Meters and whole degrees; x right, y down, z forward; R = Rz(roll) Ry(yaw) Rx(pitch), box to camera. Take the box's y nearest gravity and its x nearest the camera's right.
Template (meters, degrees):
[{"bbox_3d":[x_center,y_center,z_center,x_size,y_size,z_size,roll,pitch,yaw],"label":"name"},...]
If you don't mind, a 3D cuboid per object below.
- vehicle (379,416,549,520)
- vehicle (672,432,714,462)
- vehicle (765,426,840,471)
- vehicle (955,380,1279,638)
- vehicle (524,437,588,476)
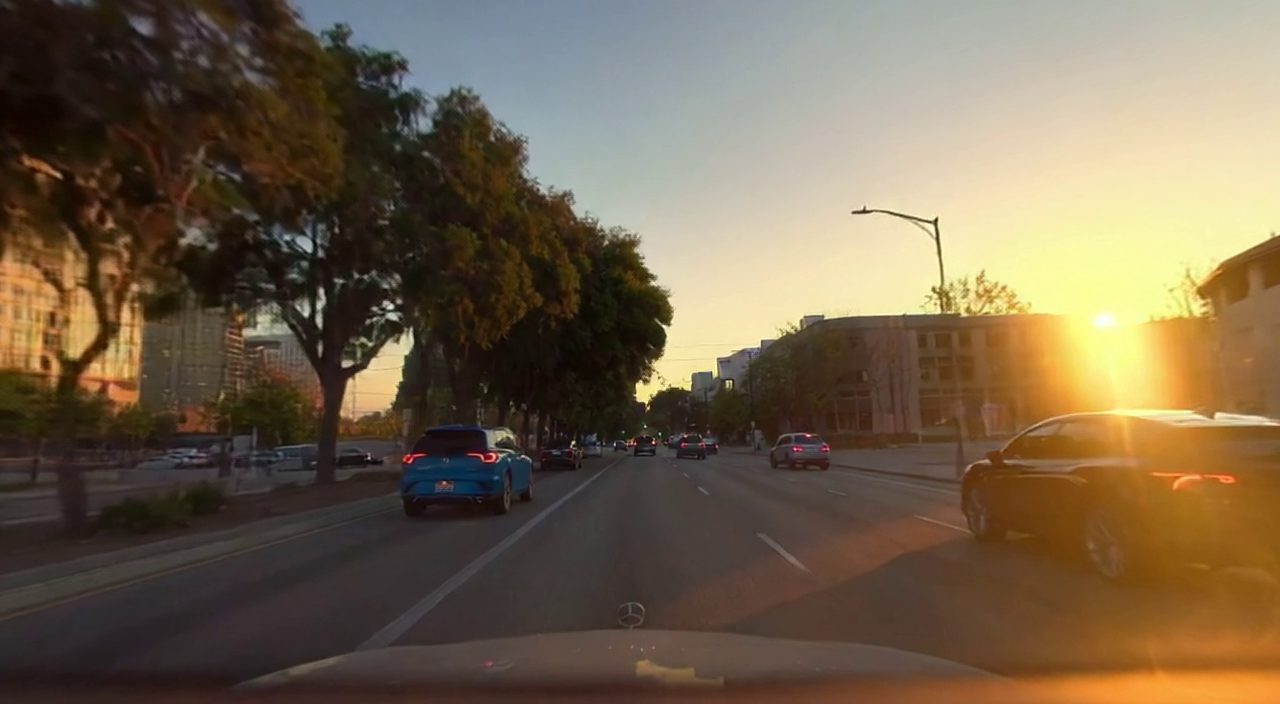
[{"bbox_3d":[-3.264,2.264,12.763,2.141,1.719,4.379,0,-8,0],"label":"vehicle"},{"bbox_3d":[3.353,6.130,40.759,2.178,1.804,4.766,0,-8,-1],"label":"vehicle"},{"bbox_3d":[7.097,4.284,28.017,2.076,1.793,4.464,0,-8,-1],"label":"vehicle"},{"bbox_3d":[5.242,1.329,6.326,2.088,1.666,4.512,-1,-8,5],"label":"vehicle"},{"bbox_3d":[-3.397,4.309,26.315,2.036,1.465,4.301,0,-8,1],"label":"vehicle"}]
